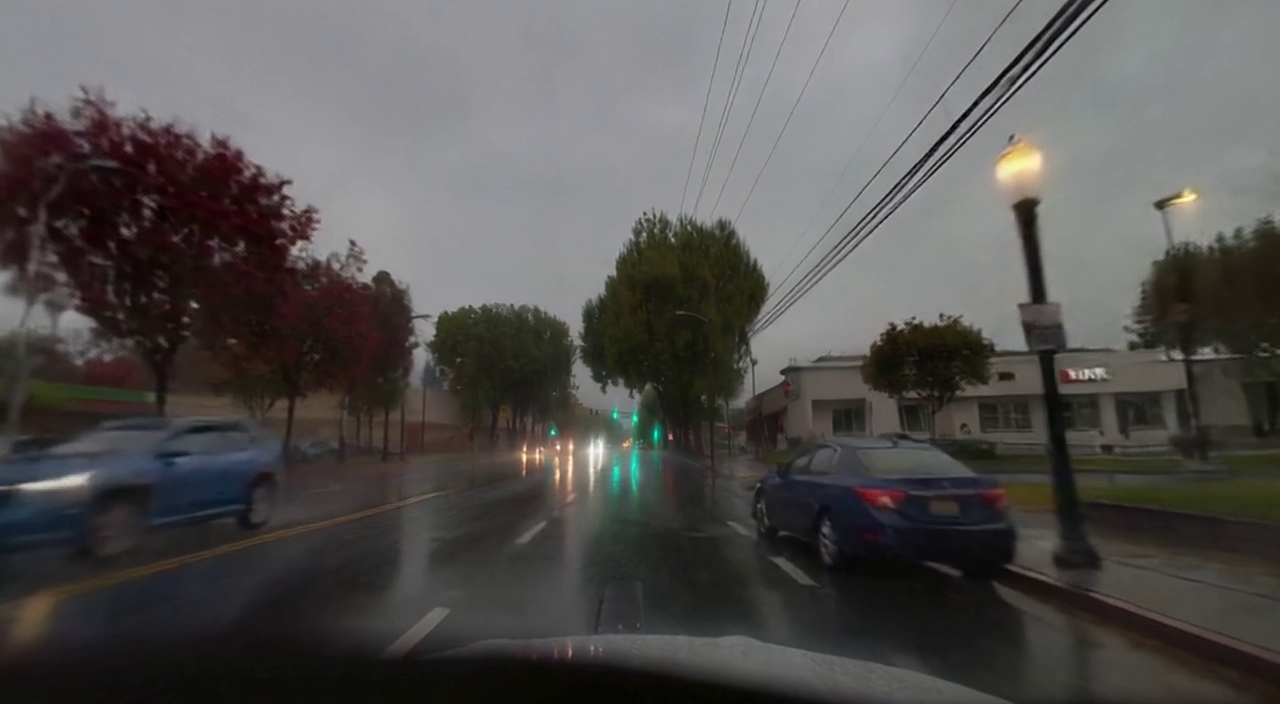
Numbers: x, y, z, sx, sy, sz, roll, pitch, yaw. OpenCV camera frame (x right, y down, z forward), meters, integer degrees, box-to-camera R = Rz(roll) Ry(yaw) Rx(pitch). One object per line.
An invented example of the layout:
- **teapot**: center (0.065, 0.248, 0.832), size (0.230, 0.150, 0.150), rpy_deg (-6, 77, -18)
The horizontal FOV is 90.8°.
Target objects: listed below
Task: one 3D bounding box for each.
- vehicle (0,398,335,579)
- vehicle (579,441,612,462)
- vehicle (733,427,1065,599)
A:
- **vehicle**: center (-6.704, 1.728, 8.877), size (2.371, 1.800, 4.987), rpy_deg (0, -8, -1)
- **vehicle**: center (-3.226, 7.339, 46.559), size (2.122, 1.469, 4.388), rpy_deg (0, -8, 0)
- **vehicle**: center (2.644, 1.754, 7.942), size (2.034, 1.491, 4.618), rpy_deg (0, -8, -3)
